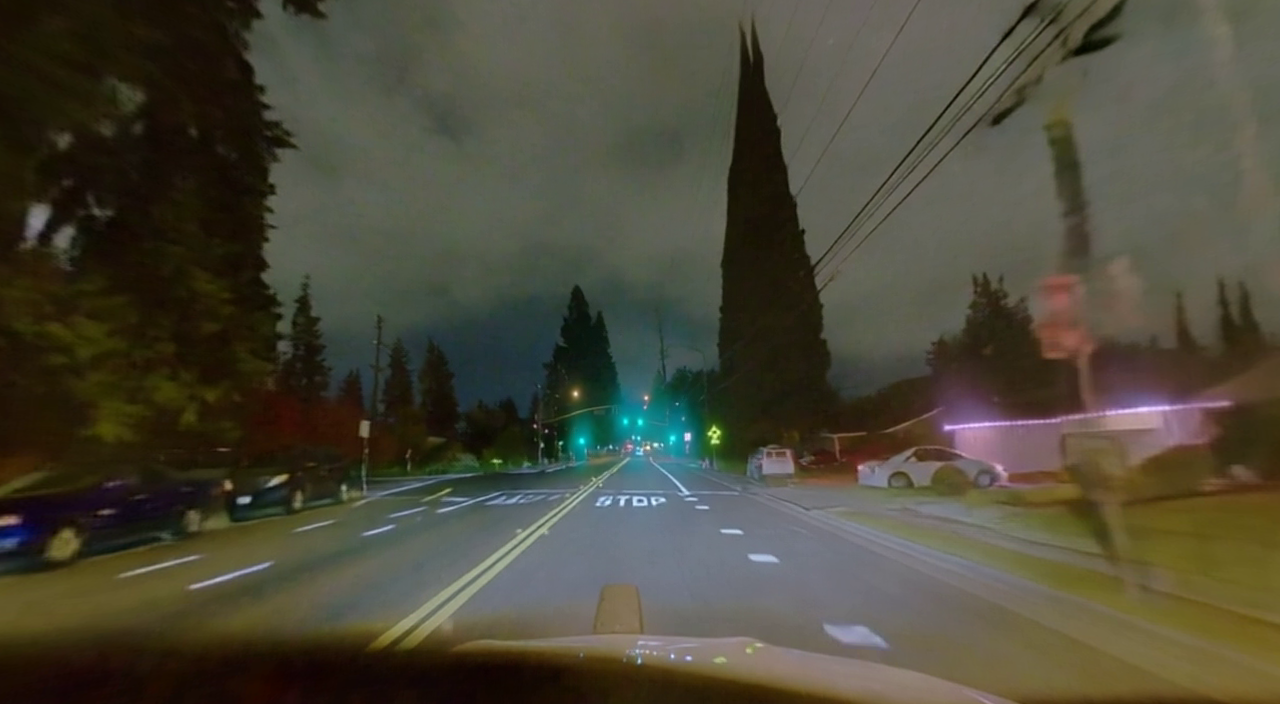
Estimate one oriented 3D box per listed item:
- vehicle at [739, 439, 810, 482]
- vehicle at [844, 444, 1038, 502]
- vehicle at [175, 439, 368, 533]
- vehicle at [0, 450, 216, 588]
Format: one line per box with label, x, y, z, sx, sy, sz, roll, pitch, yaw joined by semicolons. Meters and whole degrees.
vehicle;5.823;4.743;27.838;2.096;1.713;4.606;0;-9;-1
vehicle;8.180;3.312;17.537;4.438;1.466;1.943;-1;-9;10
vehicle;-9.374;3.362;16.683;2.181;1.938;4.931;-2;-7;0
vehicle;-9.145;2.429;9.992;1.998;1.684;4.180;1;-9;-2
